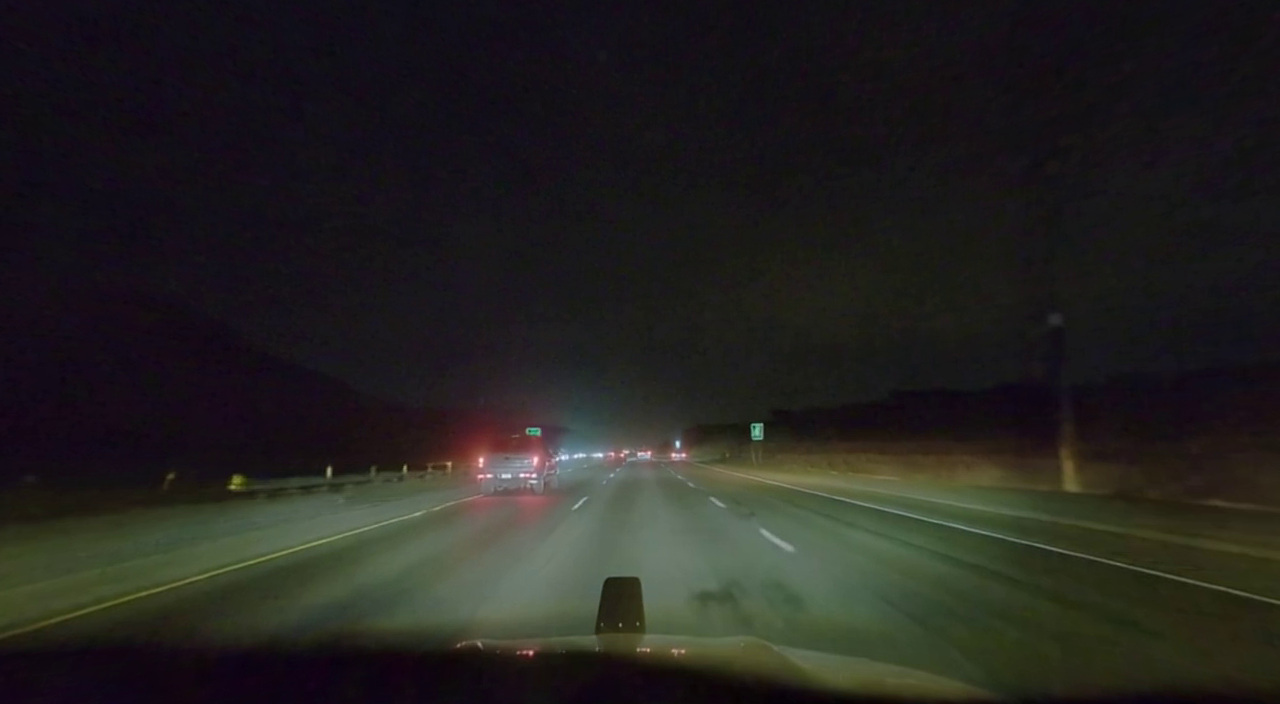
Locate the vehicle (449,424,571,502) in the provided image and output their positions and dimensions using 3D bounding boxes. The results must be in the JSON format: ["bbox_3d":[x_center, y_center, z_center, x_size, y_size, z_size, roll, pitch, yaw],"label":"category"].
[{"bbox_3d":[-3.575,3.214,18.654,2.379,1.918,5.504,0,-9,1],"label":"vehicle"}]
